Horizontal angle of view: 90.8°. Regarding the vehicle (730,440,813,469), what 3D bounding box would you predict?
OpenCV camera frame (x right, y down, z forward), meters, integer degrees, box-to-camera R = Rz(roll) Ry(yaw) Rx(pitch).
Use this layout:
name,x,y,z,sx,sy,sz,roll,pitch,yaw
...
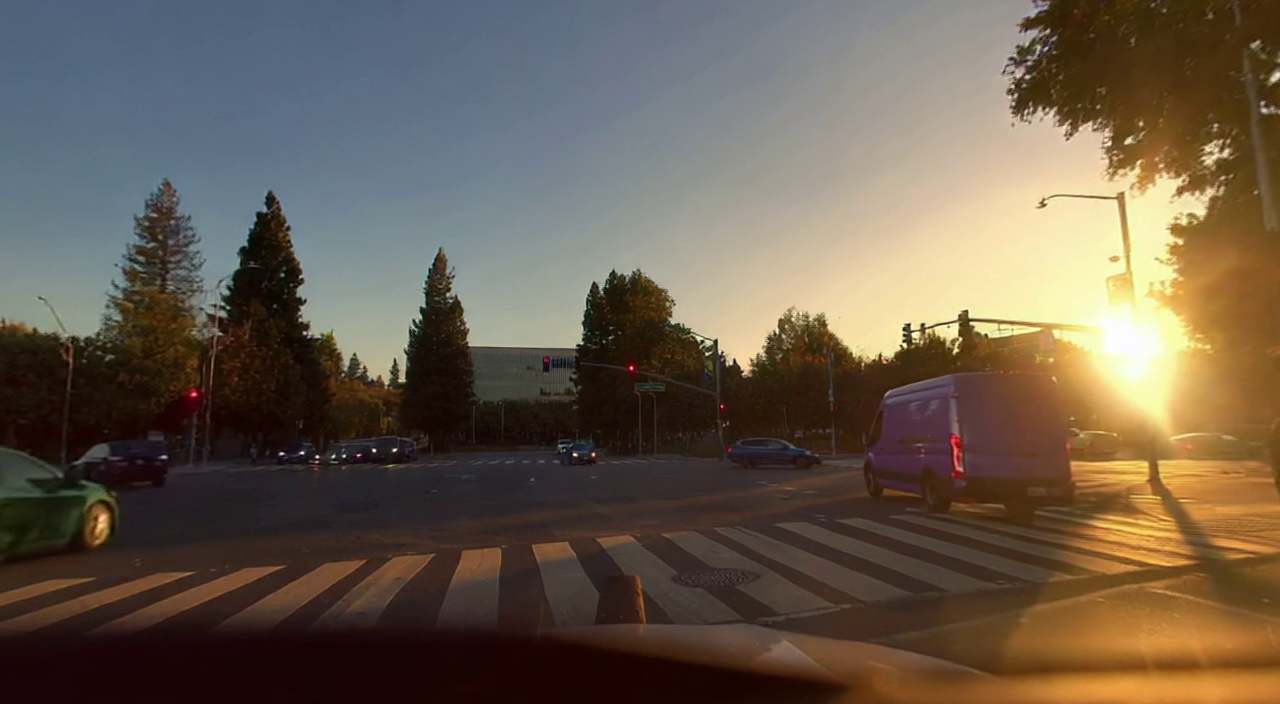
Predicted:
name,x,y,z,sx,sy,sz,roll,pitch,yaw
vehicle,6.786,5.268,32.517,3.909,1.409,1.907,-3,-9,21

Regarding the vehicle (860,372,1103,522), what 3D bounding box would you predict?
name,x,y,z,sx,sy,sz,roll,pitch,yaw
vehicle,6.684,2.002,13.388,2.332,2.511,5.326,-1,-9,3

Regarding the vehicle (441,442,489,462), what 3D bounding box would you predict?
name,x,y,z,sx,sy,sz,roll,pitch,yaw
vehicle,-13.192,7.587,47.860,1.845,1.426,4.289,-1,-9,8

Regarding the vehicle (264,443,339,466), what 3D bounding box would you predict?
name,x,y,z,sx,sy,sz,roll,pitch,yaw
vehicle,-21.844,6.639,40.973,1.859,1.415,4.591,-1,-9,8

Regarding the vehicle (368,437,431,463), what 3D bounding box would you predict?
name,x,y,z,sx,sy,sz,roll,pitch,yaw
vehicle,-17.390,7.153,46.001,2.189,1.753,4.785,-1,-9,8

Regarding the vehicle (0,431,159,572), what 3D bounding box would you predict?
name,x,y,z,sx,sy,sz,roll,pitch,yaw
vehicle,-7.388,1.501,6.329,1.824,1.414,4.597,1,-8,-5

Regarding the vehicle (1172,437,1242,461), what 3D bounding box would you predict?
name,x,y,z,sx,sy,sz,roll,pitch,yaw
vehicle,36.938,6.279,41.117,4.413,1.485,1.860,4,-10,-28

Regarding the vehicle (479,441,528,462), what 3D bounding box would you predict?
name,x,y,z,sx,sy,sz,roll,pitch,yaw
vehicle,-10.160,7.464,47.388,2.097,1.484,4.596,-1,-9,8
